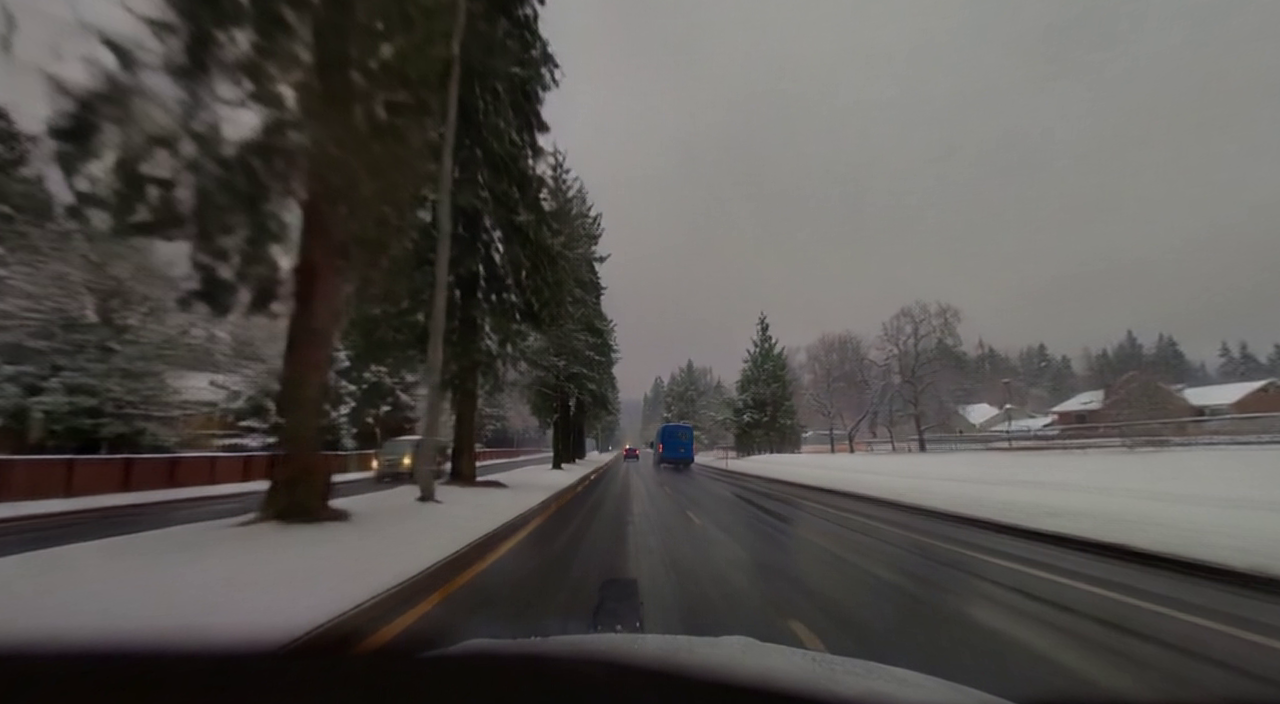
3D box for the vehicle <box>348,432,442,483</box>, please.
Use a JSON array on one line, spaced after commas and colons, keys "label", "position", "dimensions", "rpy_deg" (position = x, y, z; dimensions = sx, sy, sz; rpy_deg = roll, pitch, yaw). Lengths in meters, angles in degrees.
[{"label": "vehicle", "position": [-12.289, 5.355, 32.323], "dimensions": [2.418, 2.348, 5.867], "rpy_deg": [0, -9, 0]}]
